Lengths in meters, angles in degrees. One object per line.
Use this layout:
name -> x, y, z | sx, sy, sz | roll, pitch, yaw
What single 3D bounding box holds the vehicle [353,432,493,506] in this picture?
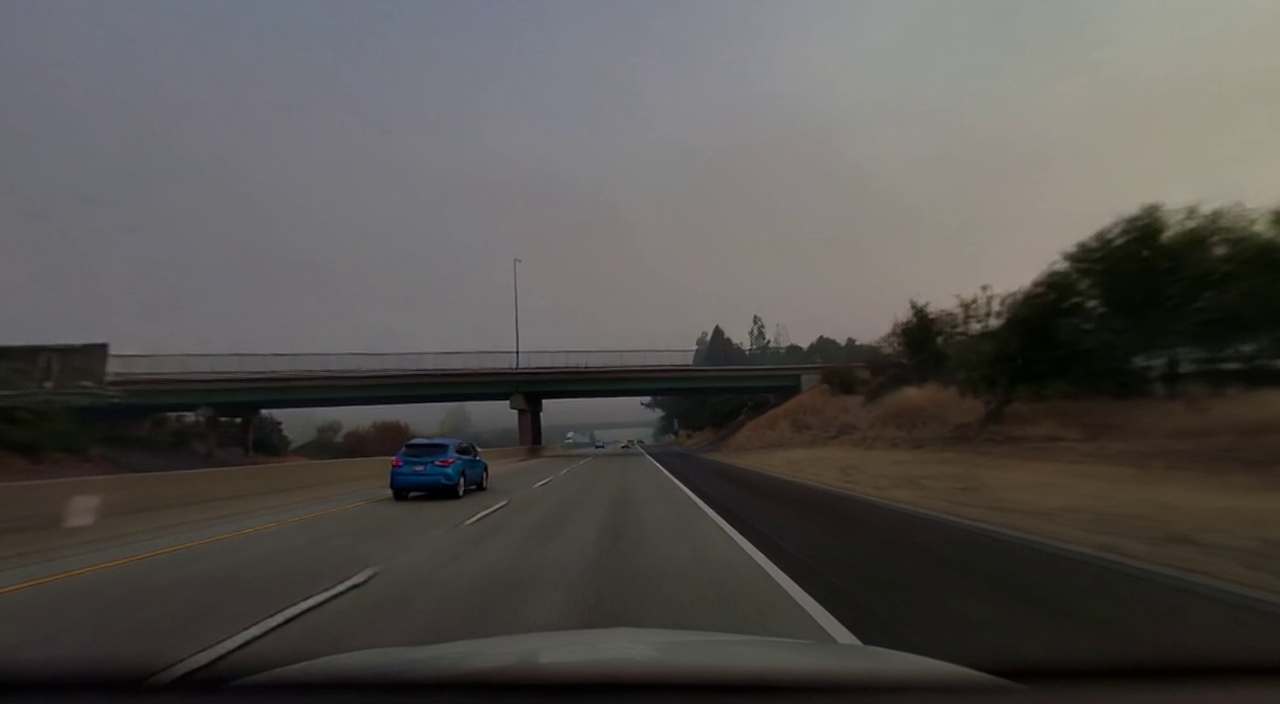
vehicle -> -4.917, 2.658, 14.892 | 1.965, 1.513, 3.774 | 0, -8, 0
